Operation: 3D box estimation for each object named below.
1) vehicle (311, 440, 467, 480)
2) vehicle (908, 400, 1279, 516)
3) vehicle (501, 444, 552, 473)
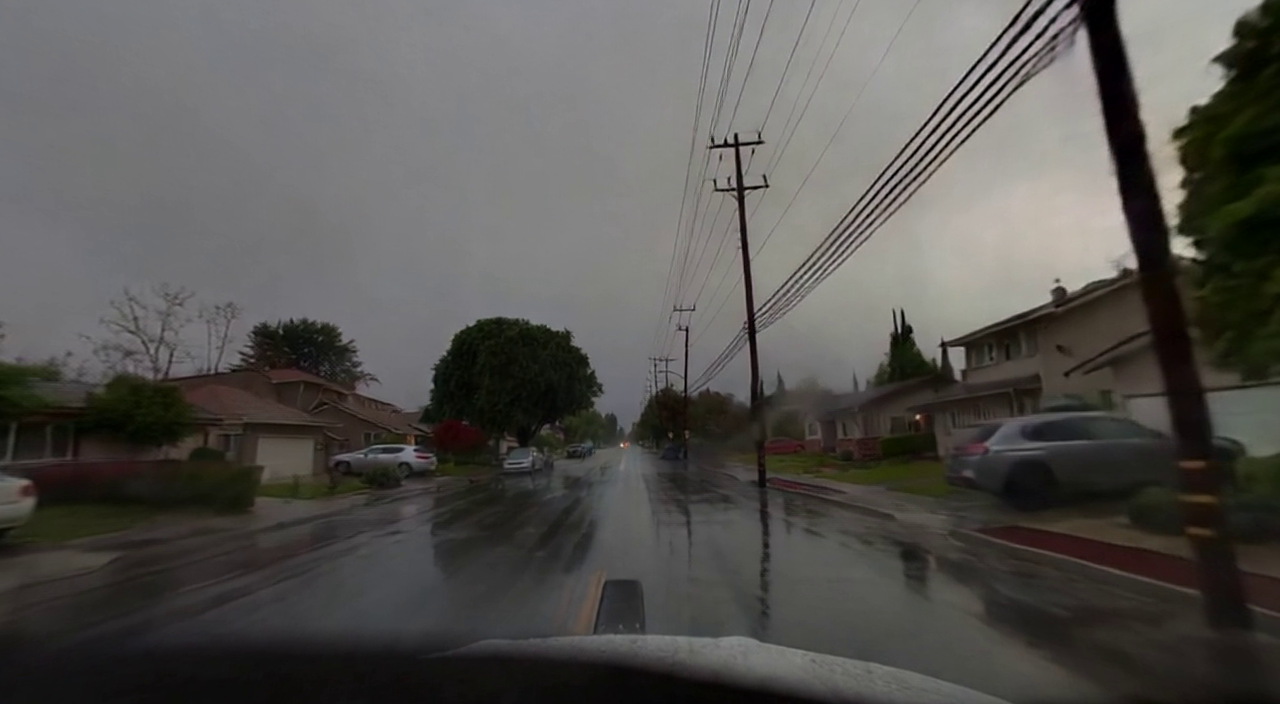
[{"bbox_3d":[-12.267,5.327,31.356,6.619,1.759,2.632,-1,-8,-2],"label":"vehicle"},{"bbox_3d":[8.989,2.091,12.826,5.890,1.896,2.459,-2,-7,0],"label":"vehicle"},{"bbox_3d":[-6.626,6.285,37.572,2.208,1.491,5.089,0,-8,-1],"label":"vehicle"}]
